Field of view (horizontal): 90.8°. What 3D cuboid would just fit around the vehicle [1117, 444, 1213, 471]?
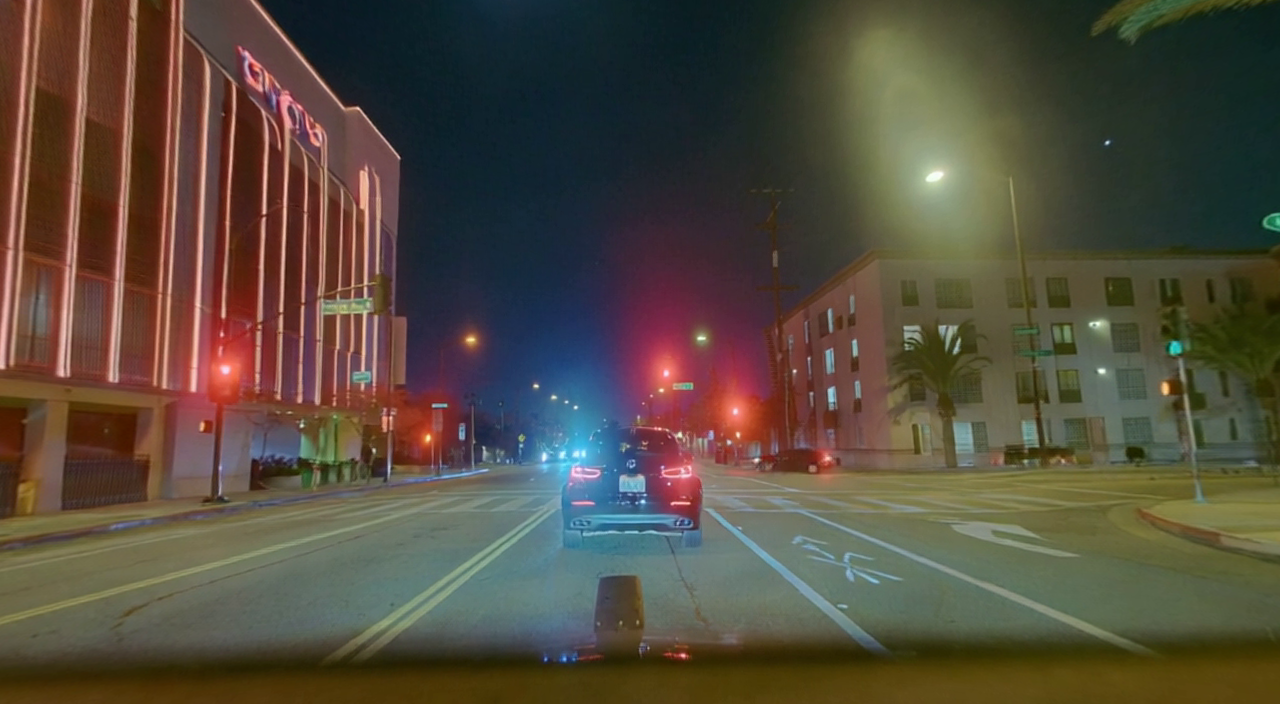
[{"bbox_3d":[32.167,6.466,38.770,4.234,1.613,1.812,0,-8,-1],"label":"vehicle"}]

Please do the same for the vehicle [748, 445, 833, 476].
[{"bbox_3d":[8.945,6.457,37.750,4.494,1.704,1.976,-5,-10,30],"label":"vehicle"}]

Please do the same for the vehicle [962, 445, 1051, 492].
[{"bbox_3d":[14.060,4.382,24.126,2.004,1.593,4.118,-8,-11,41],"label":"vehicle"}]

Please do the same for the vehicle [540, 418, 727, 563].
[{"bbox_3d":[-0.077,1.876,9.230,2.144,1.643,3.770,0,-8,0],"label":"vehicle"}]
